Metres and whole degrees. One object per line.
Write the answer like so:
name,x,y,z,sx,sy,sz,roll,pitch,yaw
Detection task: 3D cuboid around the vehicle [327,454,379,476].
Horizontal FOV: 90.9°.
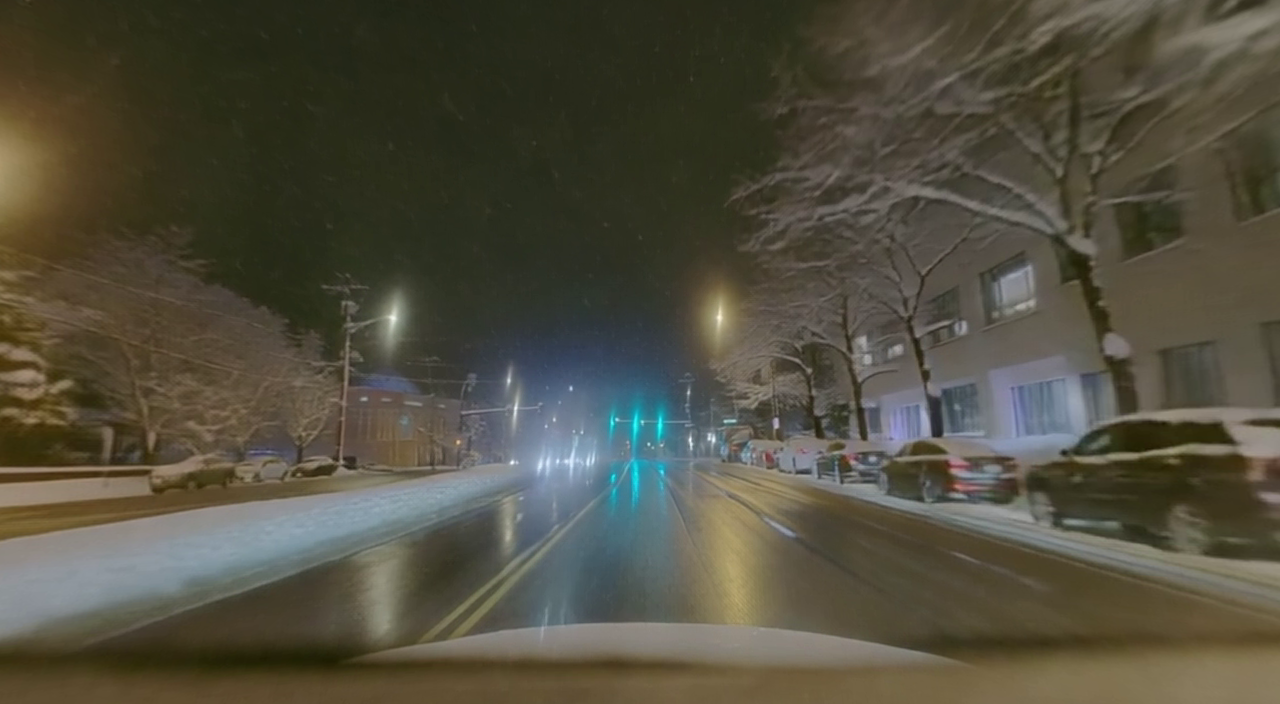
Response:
vehicle,-21.715,8.530,47.893,1.922,1.545,4.178,-1,-8,1

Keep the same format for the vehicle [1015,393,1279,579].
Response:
vehicle,7.352,1.630,8.317,1.908,1.833,4.711,0,-8,1

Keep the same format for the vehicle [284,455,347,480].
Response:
vehicle,-21.753,7.736,42.500,1.821,1.496,4.724,-2,-8,-1

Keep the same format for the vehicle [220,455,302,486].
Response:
vehicle,-21.907,6.850,36.705,1.909,1.495,4.786,-3,-8,-1

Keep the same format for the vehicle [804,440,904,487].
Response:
vehicle,7.380,3.873,22.288,1.850,1.448,4.844,0,-8,0

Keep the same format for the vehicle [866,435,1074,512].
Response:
vehicle,7.344,2.755,14.847,2.196,1.471,4.999,0,-8,0

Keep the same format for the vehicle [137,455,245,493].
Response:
vehicle,-22.014,5.957,31.194,1.968,1.615,4.591,0,-8,0
